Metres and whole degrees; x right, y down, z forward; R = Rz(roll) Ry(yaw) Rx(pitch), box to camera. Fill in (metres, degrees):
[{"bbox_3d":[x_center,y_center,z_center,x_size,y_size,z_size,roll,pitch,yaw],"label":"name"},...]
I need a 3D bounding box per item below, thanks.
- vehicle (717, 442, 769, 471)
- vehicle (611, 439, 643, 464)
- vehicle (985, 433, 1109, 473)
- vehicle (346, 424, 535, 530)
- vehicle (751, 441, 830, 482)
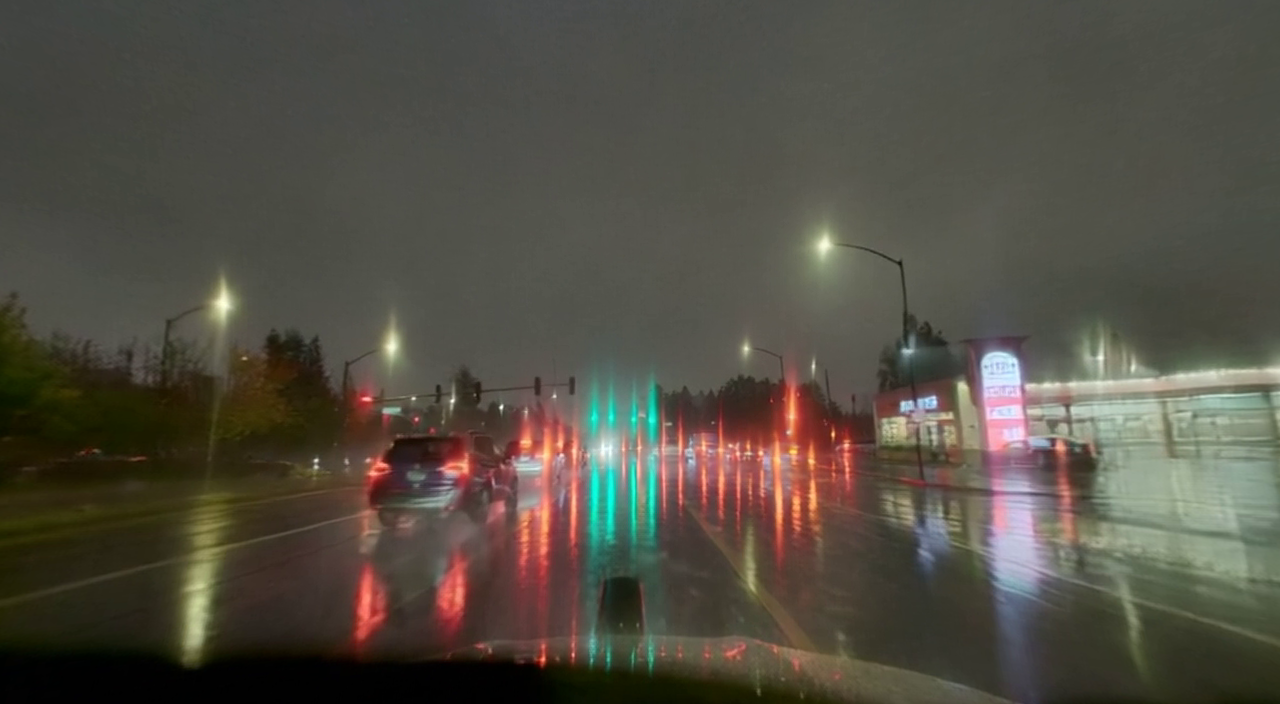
[{"bbox_3d":[5.709,5.848,35.638,1.969,1.502,4.663,0,-8,-2],"label":"vehicle"},{"bbox_3d":[-0.969,7.384,47.182,2.261,1.741,4.255,0,-8,-1],"label":"vehicle"},{"bbox_3d":[16.352,4.088,25.724,1.819,1.457,4.680,0,-8,-2],"label":"vehicle"},{"bbox_3d":[-3.495,2.276,12.132,2.143,1.643,4.336,0,-8,1],"label":"vehicle"},{"bbox_3d":[5.893,4.325,25.304,2.017,1.453,4.497,0,-8,0],"label":"vehicle"}]
